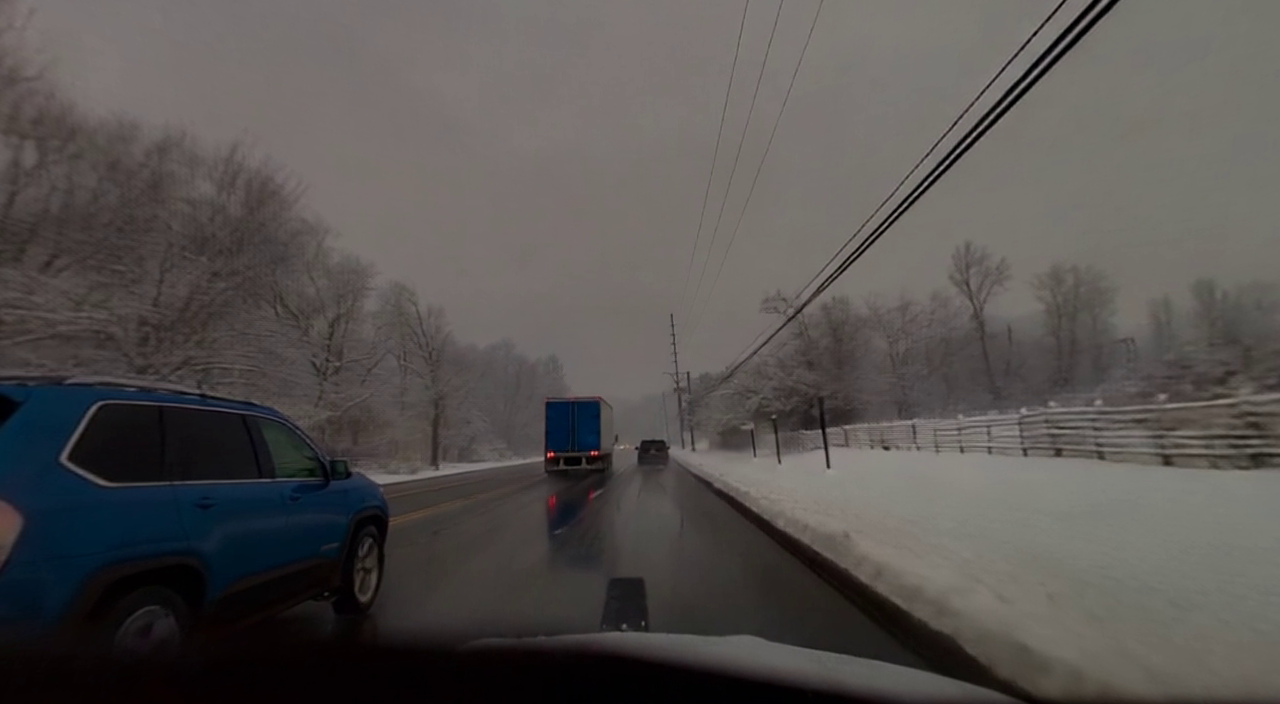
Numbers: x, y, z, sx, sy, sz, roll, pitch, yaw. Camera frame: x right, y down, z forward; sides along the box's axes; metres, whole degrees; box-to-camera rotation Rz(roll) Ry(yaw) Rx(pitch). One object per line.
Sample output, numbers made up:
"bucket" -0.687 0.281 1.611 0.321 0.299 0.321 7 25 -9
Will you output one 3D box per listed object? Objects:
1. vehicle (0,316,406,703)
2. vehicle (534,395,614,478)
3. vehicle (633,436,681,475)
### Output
"vehicle" -3.293 1.014 3.640 2.093 1.832 4.508 0 -9 1
"vehicle" -3.079 4.398 32.406 2.928 3.658 8.980 0 -8 1
"vehicle" 0.793 5.010 30.621 2.174 1.749 4.113 0 -8 1
